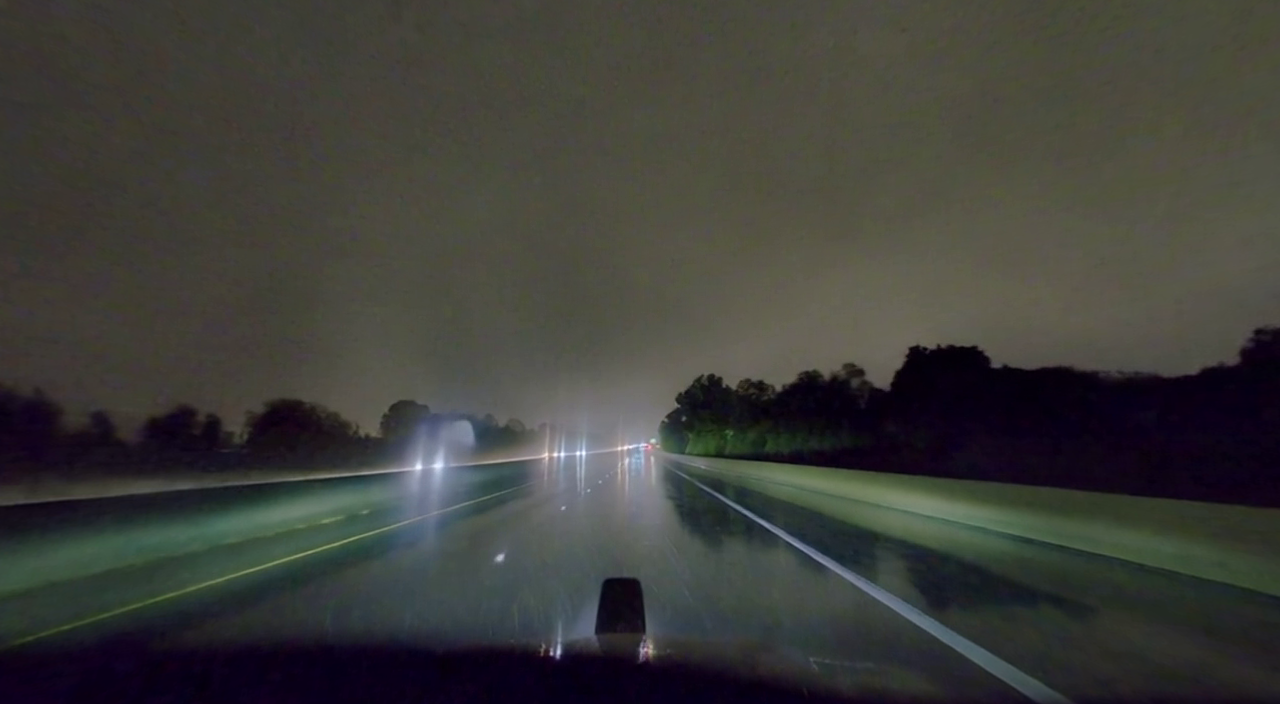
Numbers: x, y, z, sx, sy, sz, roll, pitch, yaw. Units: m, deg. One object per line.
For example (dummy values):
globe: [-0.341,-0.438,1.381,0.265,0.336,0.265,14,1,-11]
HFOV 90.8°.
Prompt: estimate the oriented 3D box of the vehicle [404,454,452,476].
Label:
vehicle: [-14.999,8.003,44.917,1.936,1.494,4.515,0,-9,-1]
